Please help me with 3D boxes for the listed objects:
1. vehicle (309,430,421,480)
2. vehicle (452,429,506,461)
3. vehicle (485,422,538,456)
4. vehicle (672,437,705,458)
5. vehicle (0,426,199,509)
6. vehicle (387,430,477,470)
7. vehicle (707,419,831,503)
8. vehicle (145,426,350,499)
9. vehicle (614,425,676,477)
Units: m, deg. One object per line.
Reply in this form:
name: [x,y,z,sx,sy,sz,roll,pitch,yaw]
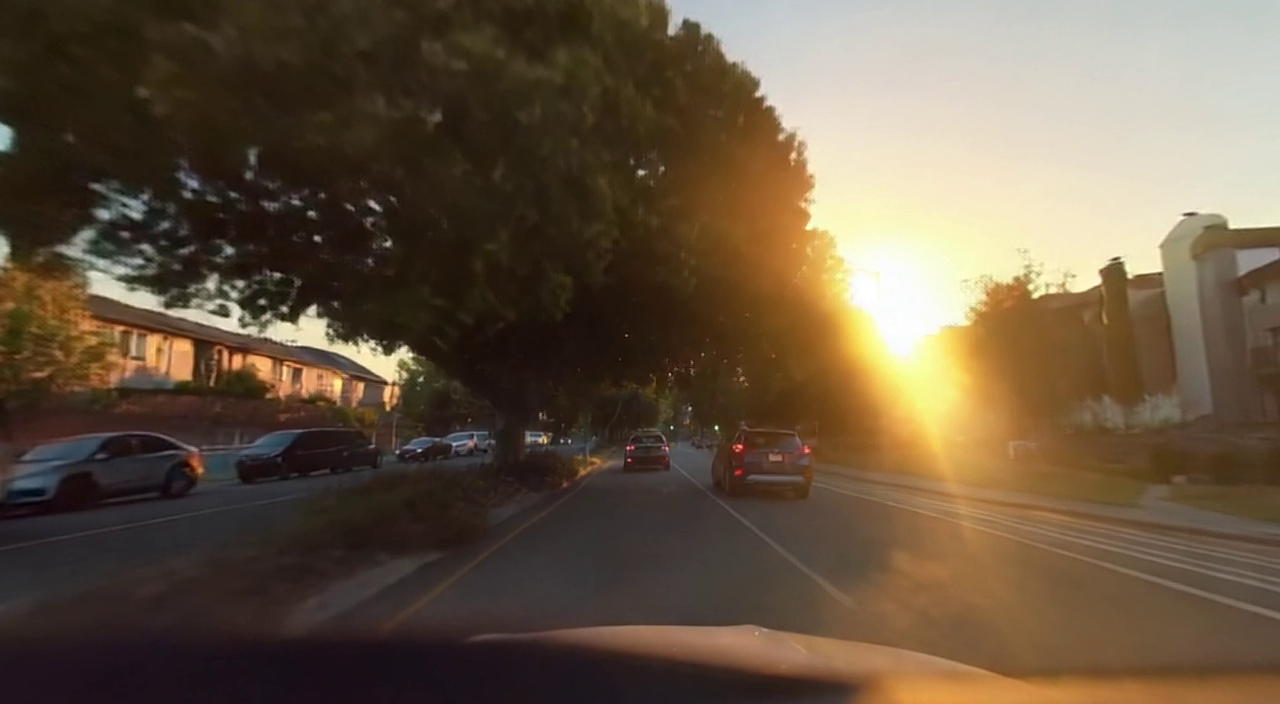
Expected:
vehicle: [-8.820,3.310,20.619,1.786,1.422,4.021,1,-8,1]
vehicle: [-9.045,5.239,35.770,1.988,1.663,4.316,1,-8,-1]
vehicle: [-8.745,5.979,43.527,2.037,2.113,7.185,1,-8,1]
vehicle: [3.581,7.096,47.085,2.096,1.489,4.757,1,-8,0]
vehicle: [-12.222,2.382,13.703,1.891,1.479,4.665,1,-8,0]
vehicle: [-8.783,4.158,27.141,2.140,1.510,5.005,1,-8,0]
vehicle: [3.068,2.687,16.052,2.166,1.799,4.372,1,-8,-1]
vehicle: [-8.916,2.520,14.912,1.923,1.433,4.450,1,-8,1]
vehicle: [0.162,3.825,24.728,2.185,1.822,4.391,1,-8,0]
